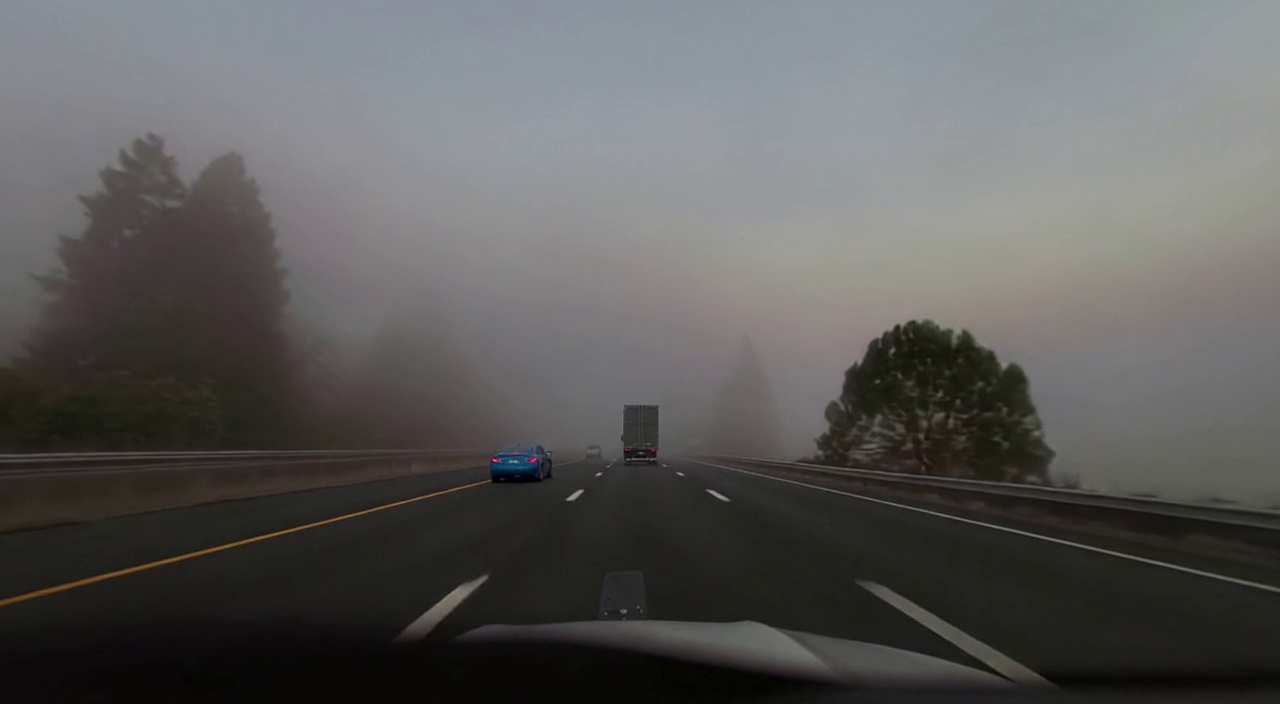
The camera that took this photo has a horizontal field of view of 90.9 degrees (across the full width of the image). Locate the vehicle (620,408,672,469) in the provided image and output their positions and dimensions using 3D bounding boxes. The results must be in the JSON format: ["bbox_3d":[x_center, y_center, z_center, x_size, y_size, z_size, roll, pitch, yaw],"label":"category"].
[{"bbox_3d":[0.231,5.865,42.224,2.893,3.628,9.081,0,-9,-3],"label":"vehicle"}]

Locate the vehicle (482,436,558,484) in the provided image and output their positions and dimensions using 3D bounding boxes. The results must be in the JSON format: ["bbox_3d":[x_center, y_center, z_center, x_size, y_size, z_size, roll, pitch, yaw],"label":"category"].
[{"bbox_3d":[-4.280,3.920,23.047,1.977,1.602,3.944,0,-9,0],"label":"vehicle"}]
